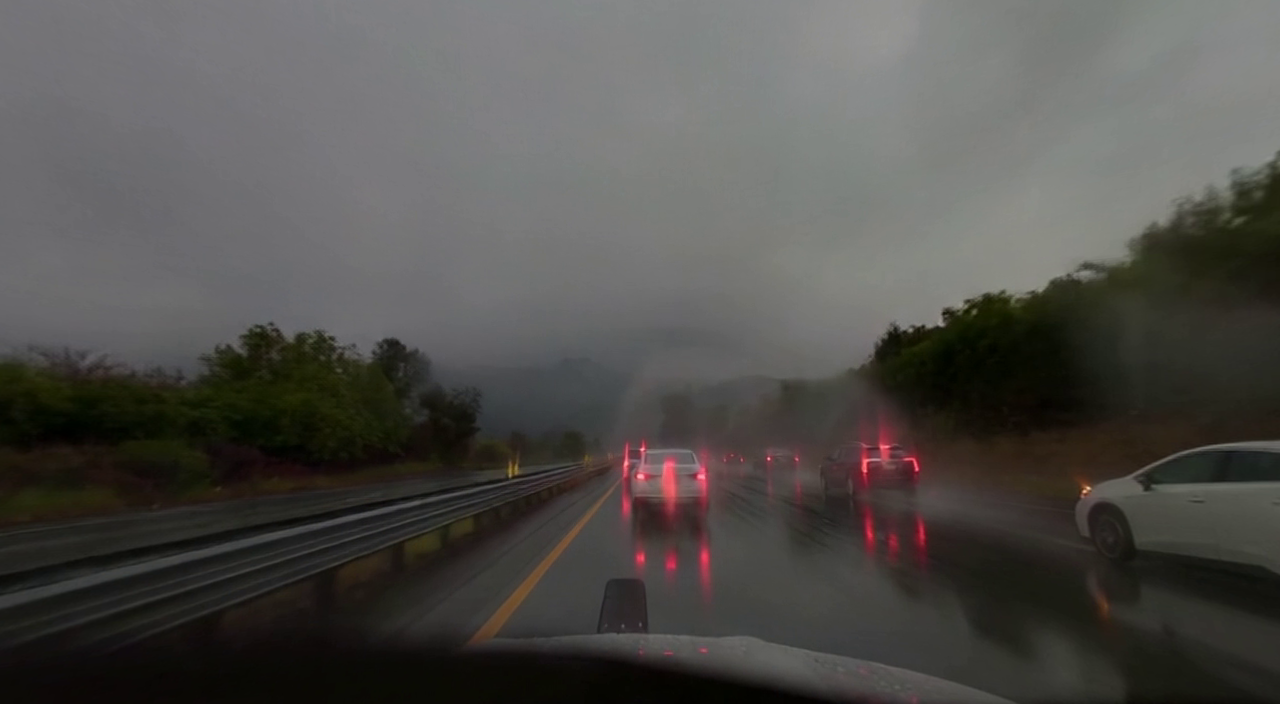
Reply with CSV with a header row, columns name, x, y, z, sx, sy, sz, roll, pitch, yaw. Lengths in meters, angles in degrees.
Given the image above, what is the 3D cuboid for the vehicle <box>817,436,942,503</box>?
name,x,y,z,sx,sy,sz,roll,pitch,yaw
vehicle,6.804,3.369,18.469,1.980,1.702,4.235,0,-9,0

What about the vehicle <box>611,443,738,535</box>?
name,x,y,z,sx,sy,sz,roll,pitch,yaw
vehicle,0.565,2.554,12.308,2.076,1.485,3.774,0,-9,0

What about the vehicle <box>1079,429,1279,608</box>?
name,x,y,z,sx,sy,sz,roll,pitch,yaw
vehicle,6.361,1.443,5.594,1.965,1.484,4.090,0,-9,0
